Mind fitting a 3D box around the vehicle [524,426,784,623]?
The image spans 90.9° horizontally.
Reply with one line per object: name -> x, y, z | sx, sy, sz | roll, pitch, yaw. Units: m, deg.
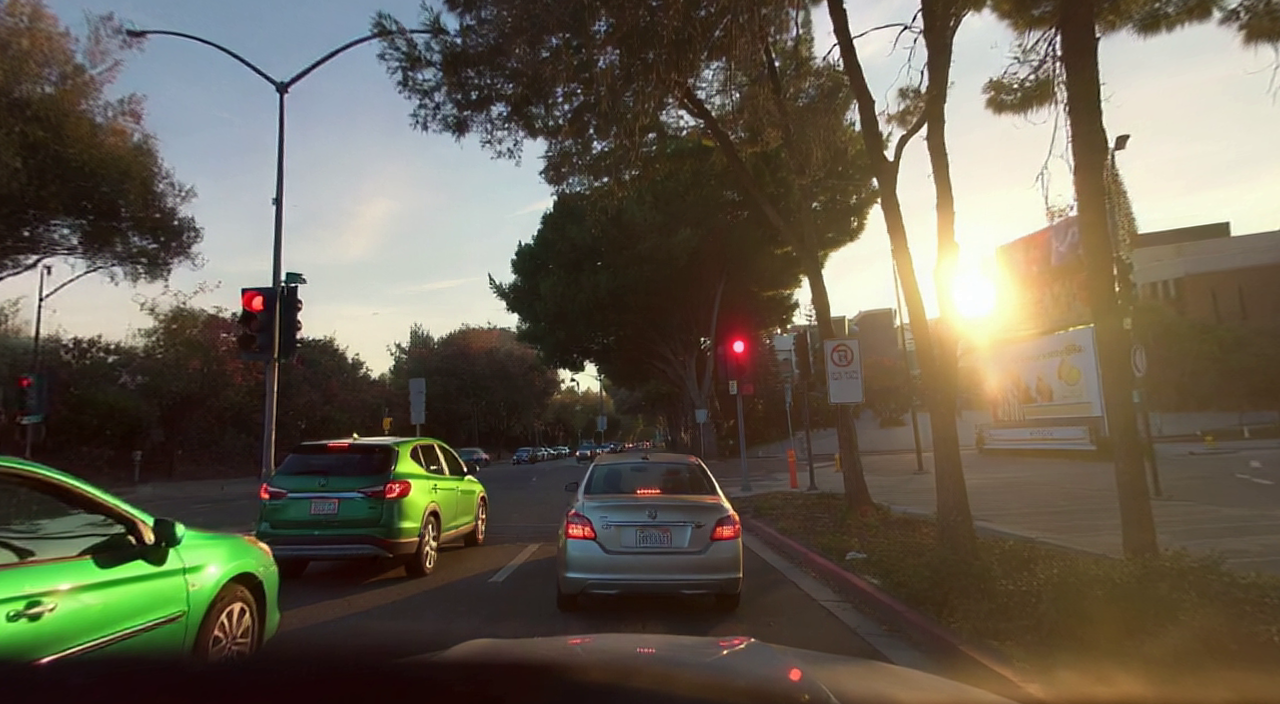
vehicle -> 0.039, 1.586, 6.618 | 1.977, 1.467, 3.474 | 0, -9, -2

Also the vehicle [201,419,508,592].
vehicle -> -3.169, 1.783, 8.126 | 1.950, 1.628, 4.082 | -1, -9, 1

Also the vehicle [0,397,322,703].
vehicle -> -3.157, 0.961, 2.410 | 1.808, 1.520, 3.846 | -1, -9, 1
